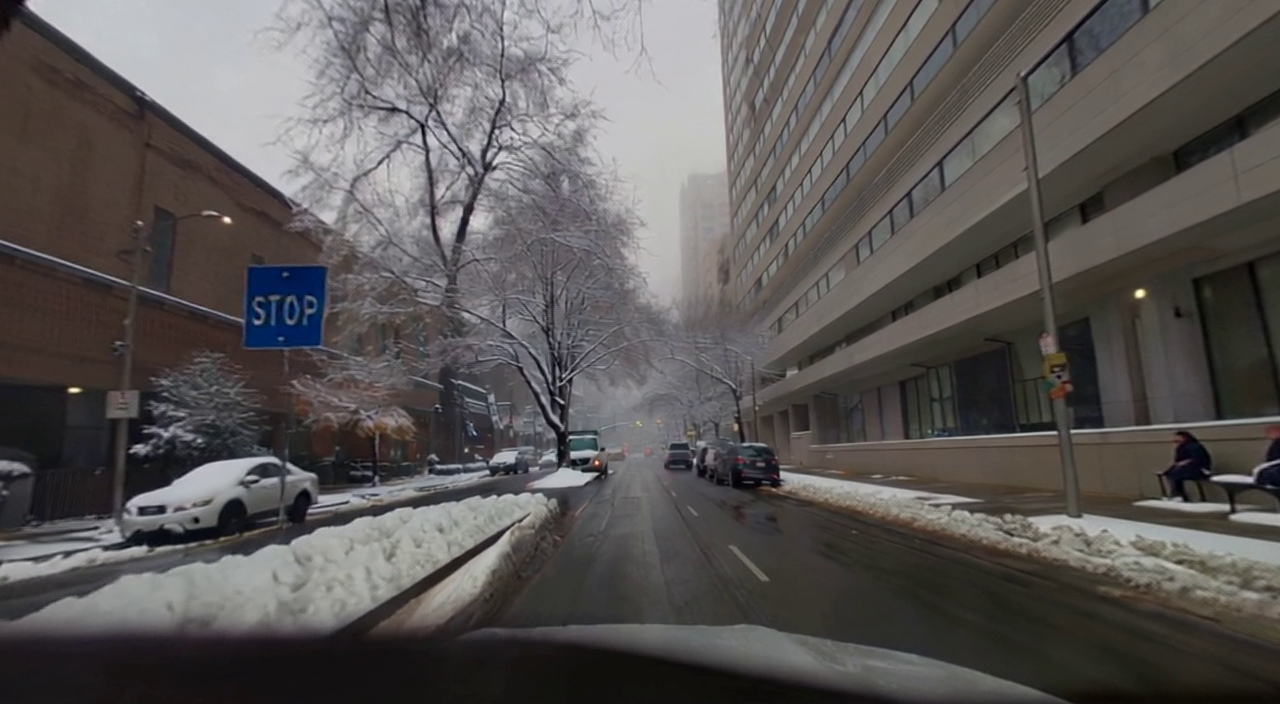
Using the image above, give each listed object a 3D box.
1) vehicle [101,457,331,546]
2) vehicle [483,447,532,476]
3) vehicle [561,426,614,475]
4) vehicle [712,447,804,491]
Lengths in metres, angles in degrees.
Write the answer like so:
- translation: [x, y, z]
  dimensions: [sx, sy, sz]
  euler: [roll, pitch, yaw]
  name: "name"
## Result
- translation: [-8.765, 3.081, 13.673]
  dimensions: [2.007, 1.503, 4.343]
  euler: [0, -8, -1]
  name: "vehicle"
- translation: [-8.867, 7.353, 42.593]
  dimensions: [2.256, 1.802, 4.333]
  euler: [0, -8, 1]
  name: "vehicle"
- translation: [-2.984, 5.806, 37.425]
  dimensions: [2.317, 2.596, 6.053]
  euler: [0, -8, 2]
  name: "vehicle"
- translation: [4.584, 4.393, 24.108]
  dimensions: [1.858, 1.491, 4.329]
  euler: [-6, -10, 33]
  name: "vehicle"
